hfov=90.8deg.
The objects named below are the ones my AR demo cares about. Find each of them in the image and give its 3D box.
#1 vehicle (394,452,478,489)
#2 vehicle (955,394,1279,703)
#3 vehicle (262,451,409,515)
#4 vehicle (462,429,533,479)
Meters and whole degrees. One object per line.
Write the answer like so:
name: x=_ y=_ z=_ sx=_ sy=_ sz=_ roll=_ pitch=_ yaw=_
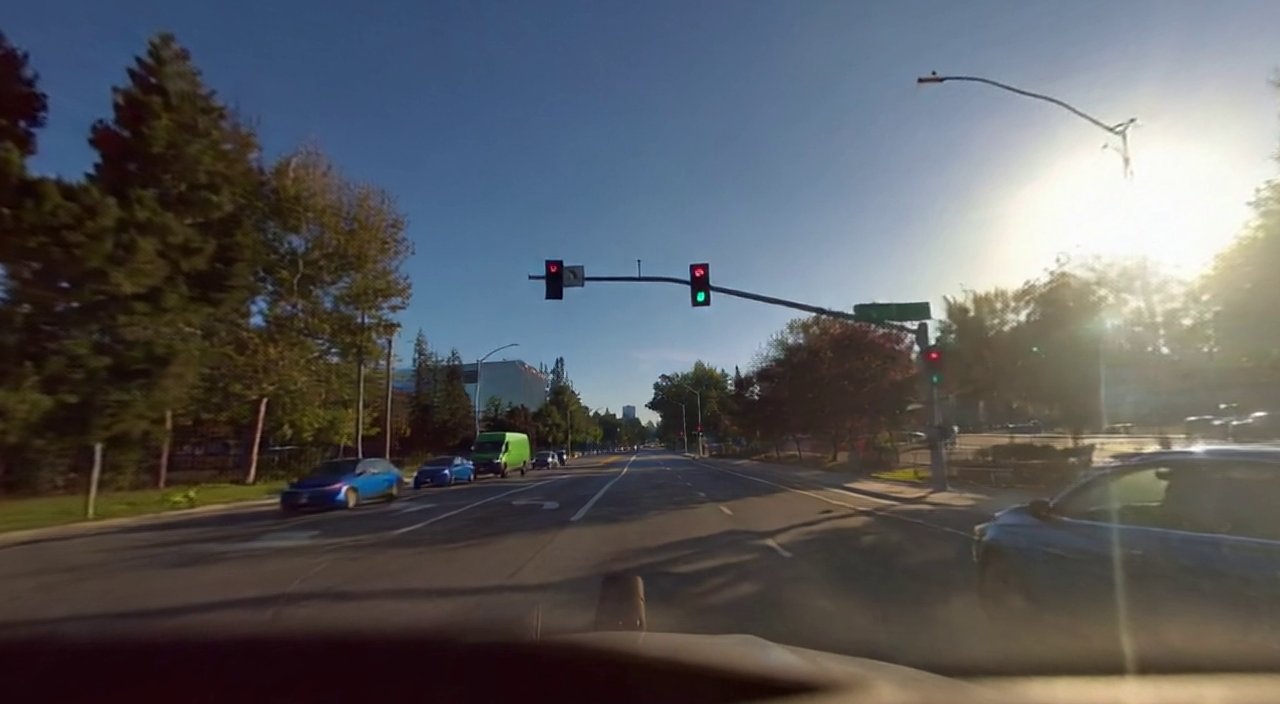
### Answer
vehicle: x=-8.933 y=5.223 z=28.167 sx=2.190 sy=1.455 sz=4.516 roll=0 pitch=-8 yaw=1
vehicle: x=3.967 y=1.058 z=3.365 sx=2.129 sy=1.581 sz=4.780 roll=0 pitch=-8 yaw=0
vehicle: x=-8.211 y=3.538 z=17.629 sx=1.906 sy=1.468 sz=4.686 roll=0 pitch=-8 yaw=-2
vehicle: x=-8.479 y=6.154 z=38.442 sx=2.617 sy=2.736 sz=6.621 roll=0 pitch=-8 yaw=1
